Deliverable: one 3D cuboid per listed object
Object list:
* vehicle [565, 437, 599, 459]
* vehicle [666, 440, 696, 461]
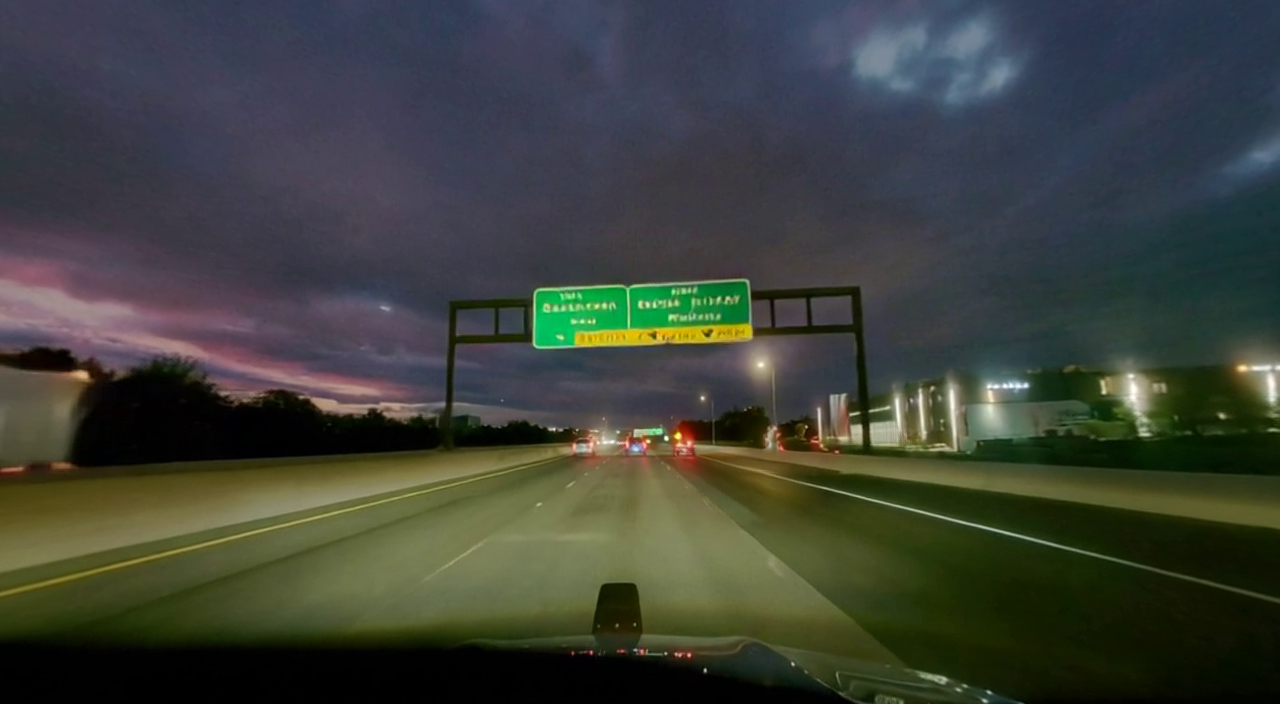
[{"bbox_3d":[-4.482,7.521,49.133,2.271,1.626,4.463,0,-8,-1],"label":"vehicle"},{"bbox_3d":[3.100,7.572,48.406,1.992,1.532,3.996,0,-8,-1],"label":"vehicle"}]
